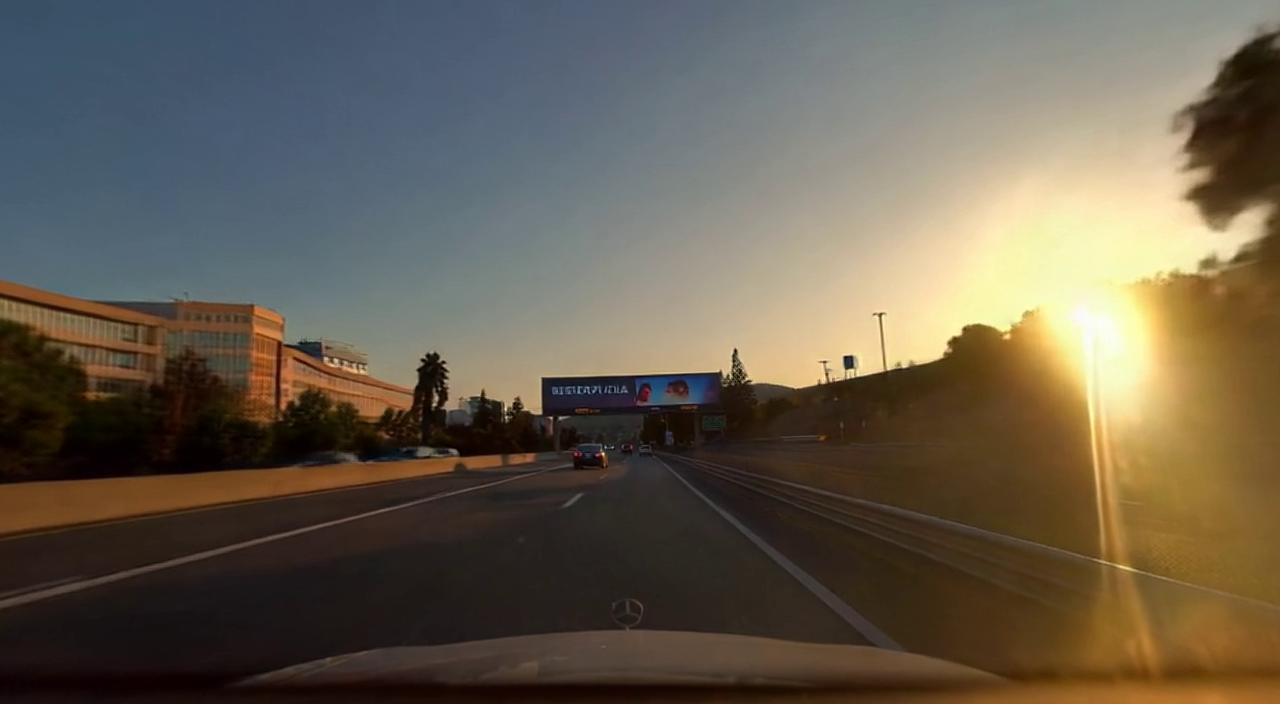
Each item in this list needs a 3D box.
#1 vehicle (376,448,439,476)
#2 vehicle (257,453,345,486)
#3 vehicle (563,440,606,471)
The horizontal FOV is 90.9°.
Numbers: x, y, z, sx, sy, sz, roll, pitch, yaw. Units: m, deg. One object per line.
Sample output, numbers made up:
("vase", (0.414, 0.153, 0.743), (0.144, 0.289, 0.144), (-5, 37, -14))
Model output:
("vehicle", (-13.788, 6.519, 37.678), (1.932, 1.501, 4.484), (-1, -9, 1))
("vehicle", (-16.814, 5.819, 31.541), (1.946, 1.470, 4.333), (-1, -9, 1))
("vehicle", (-3.397, 6.504, 39.879), (2.159, 1.793, 5.027), (-1, -9, 1))
